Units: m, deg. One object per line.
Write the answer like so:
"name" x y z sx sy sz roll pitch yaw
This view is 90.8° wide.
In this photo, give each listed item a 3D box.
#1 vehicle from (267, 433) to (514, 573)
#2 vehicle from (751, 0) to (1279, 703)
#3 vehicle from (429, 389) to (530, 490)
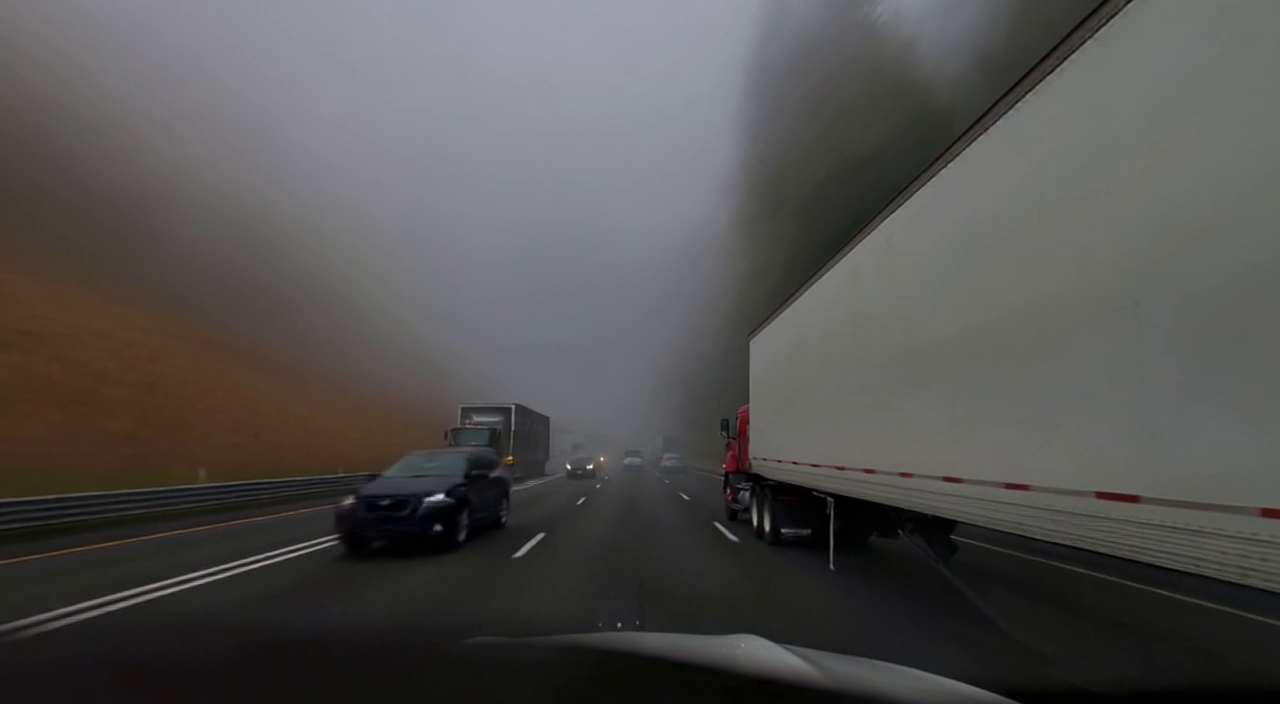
"vehicle" -3.202 2.007 9.101 1.949 1.555 3.888 0 -9 0
"vehicle" 3.281 -0.095 3.469 2.845 4.071 14.008 0 -9 0
"vehicle" -6.858 3.893 27.962 2.910 3.989 5.837 0 -9 0
